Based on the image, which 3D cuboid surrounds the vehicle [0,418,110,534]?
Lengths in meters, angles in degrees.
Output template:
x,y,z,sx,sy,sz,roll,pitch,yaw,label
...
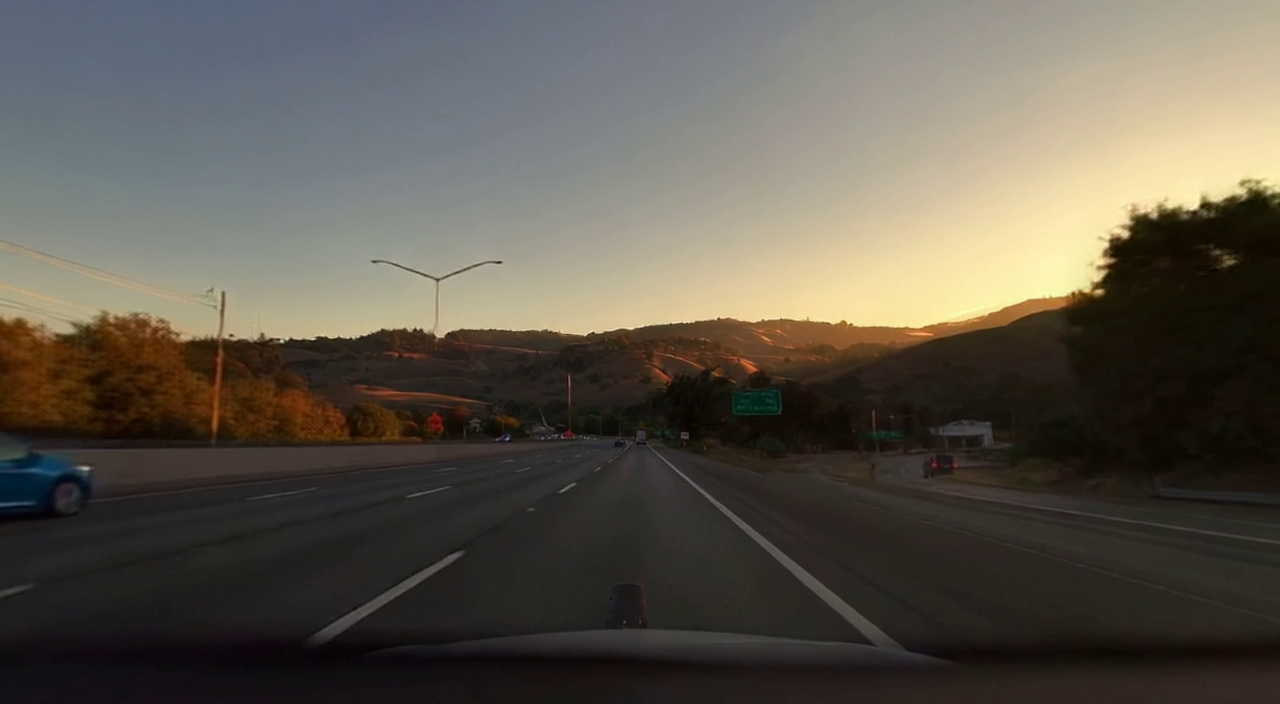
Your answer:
x,y,z,sx,sy,sz,roll,pitch,yaw,label
-10.877,1.810,9.045,2.152,1.753,4.972,0,-8,1,vehicle
